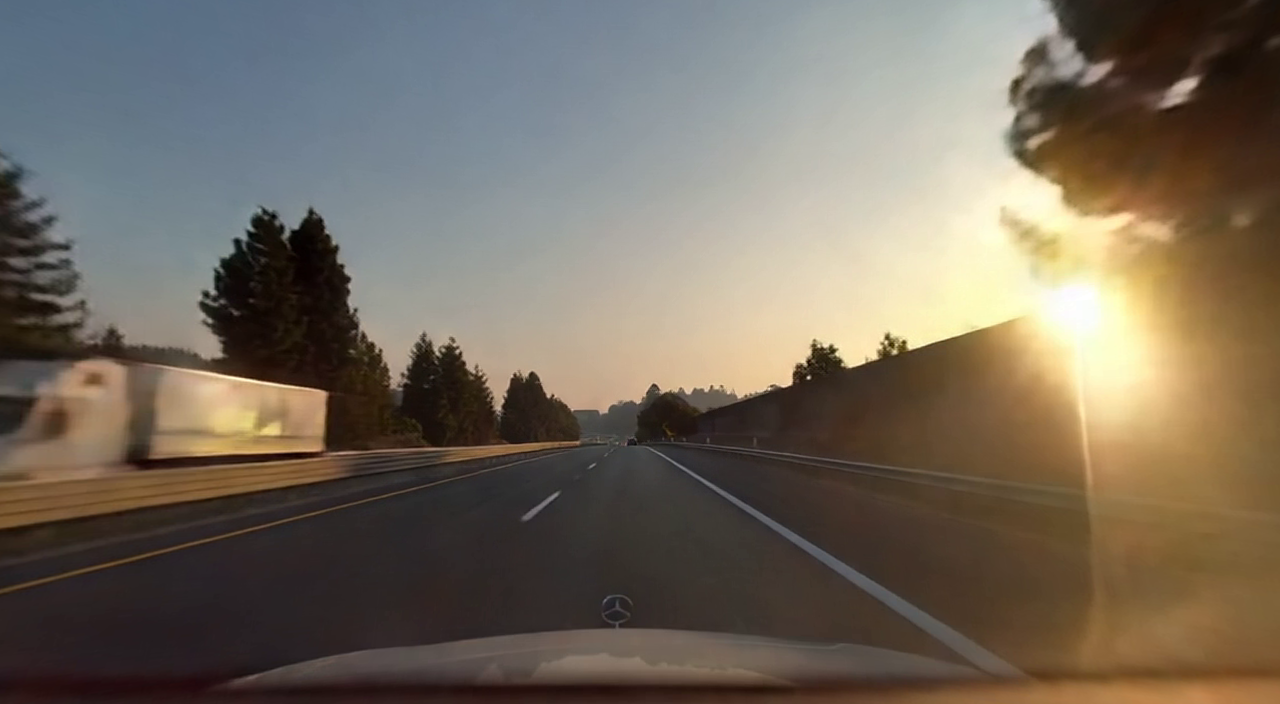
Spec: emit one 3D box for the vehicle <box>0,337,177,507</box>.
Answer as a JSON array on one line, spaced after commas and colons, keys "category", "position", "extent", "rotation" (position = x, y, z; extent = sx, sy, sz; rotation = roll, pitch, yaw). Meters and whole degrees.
[{"category": "vehicle", "position": [-16.559, 1.968, 17.235], "extent": [3.172, 3.915, 5.914], "rotation": [0, -8, -1]}]
